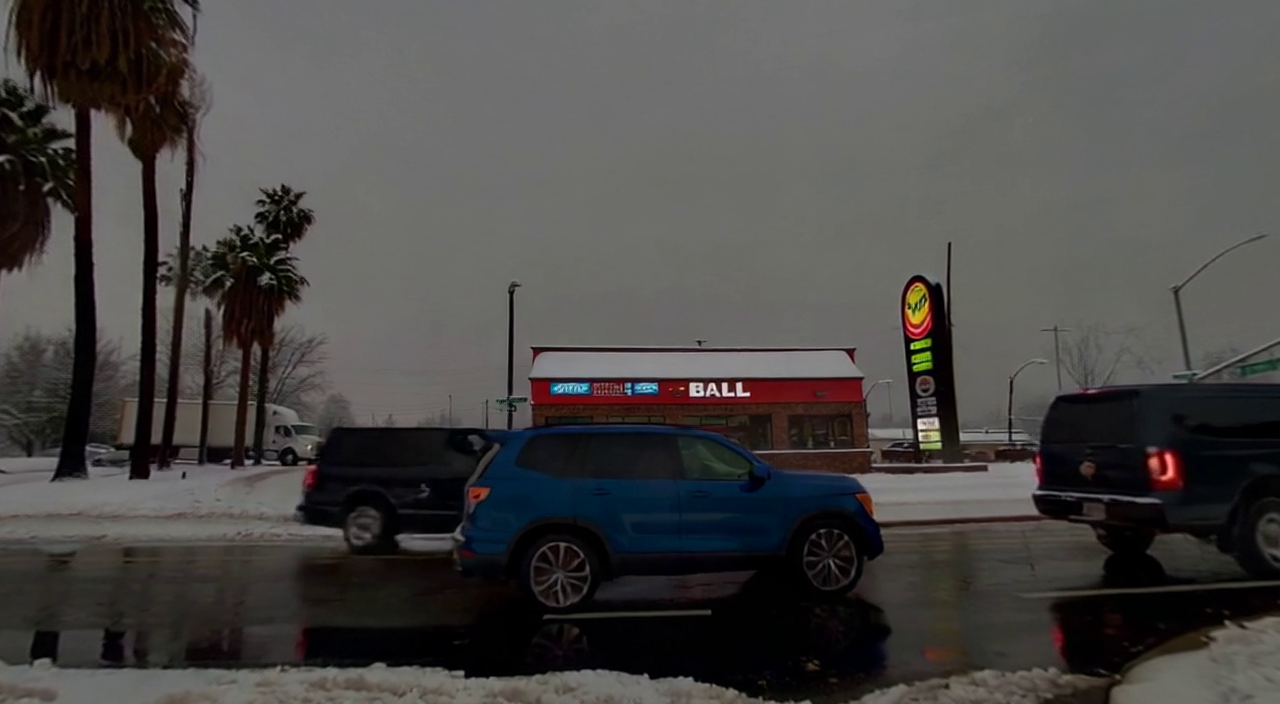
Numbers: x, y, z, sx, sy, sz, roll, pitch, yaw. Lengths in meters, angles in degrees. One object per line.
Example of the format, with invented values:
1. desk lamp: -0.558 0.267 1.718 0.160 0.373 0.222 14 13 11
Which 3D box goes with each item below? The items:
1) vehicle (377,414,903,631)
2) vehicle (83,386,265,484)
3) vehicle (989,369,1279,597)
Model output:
1. vehicle: -0.020 1.577 6.522 4.493 1.728 2.137 1 -9 -7
2. vehicle: -21.120 3.925 29.459 3.034 3.929 7.699 1 -9 -5
3. vehicle: 7.997 1.478 7.698 6.246 2.202 2.277 1 -9 -7
